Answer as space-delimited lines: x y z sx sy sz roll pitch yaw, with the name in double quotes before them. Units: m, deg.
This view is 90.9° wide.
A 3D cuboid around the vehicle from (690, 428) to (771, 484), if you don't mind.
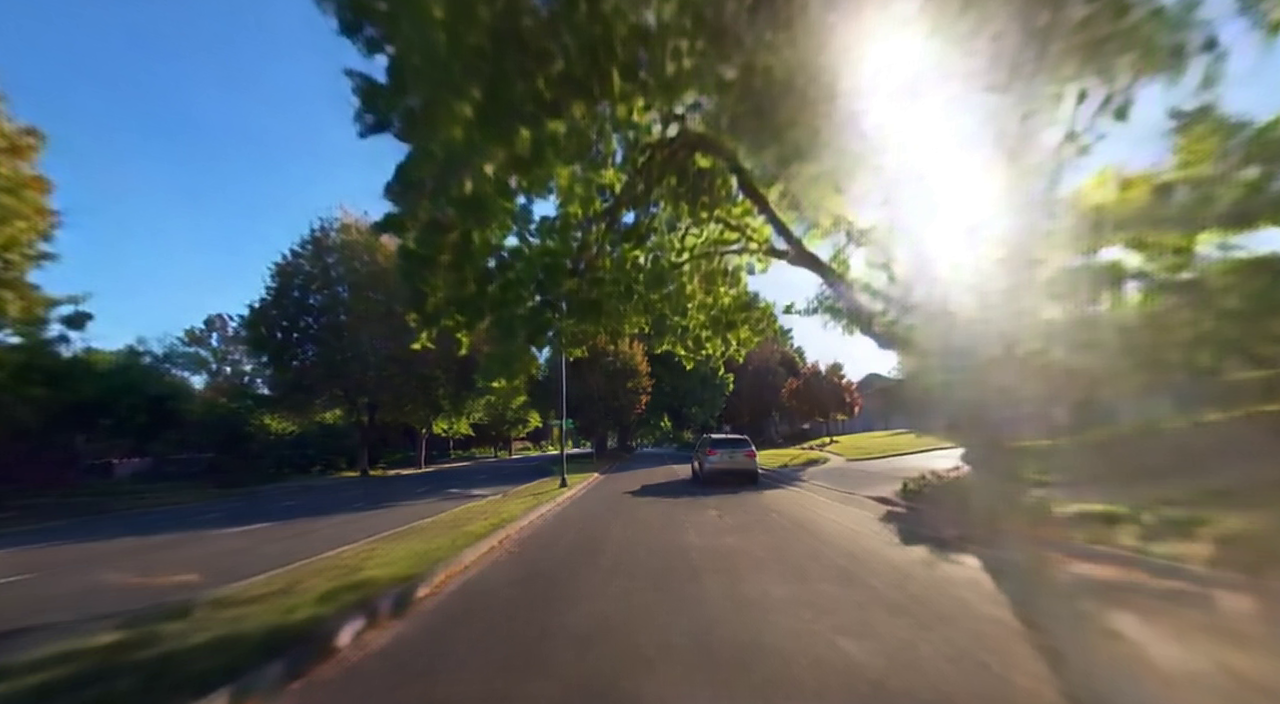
"vehicle" 3.064 3.671 22.471 2.180 1.773 4.639 0 -8 0
